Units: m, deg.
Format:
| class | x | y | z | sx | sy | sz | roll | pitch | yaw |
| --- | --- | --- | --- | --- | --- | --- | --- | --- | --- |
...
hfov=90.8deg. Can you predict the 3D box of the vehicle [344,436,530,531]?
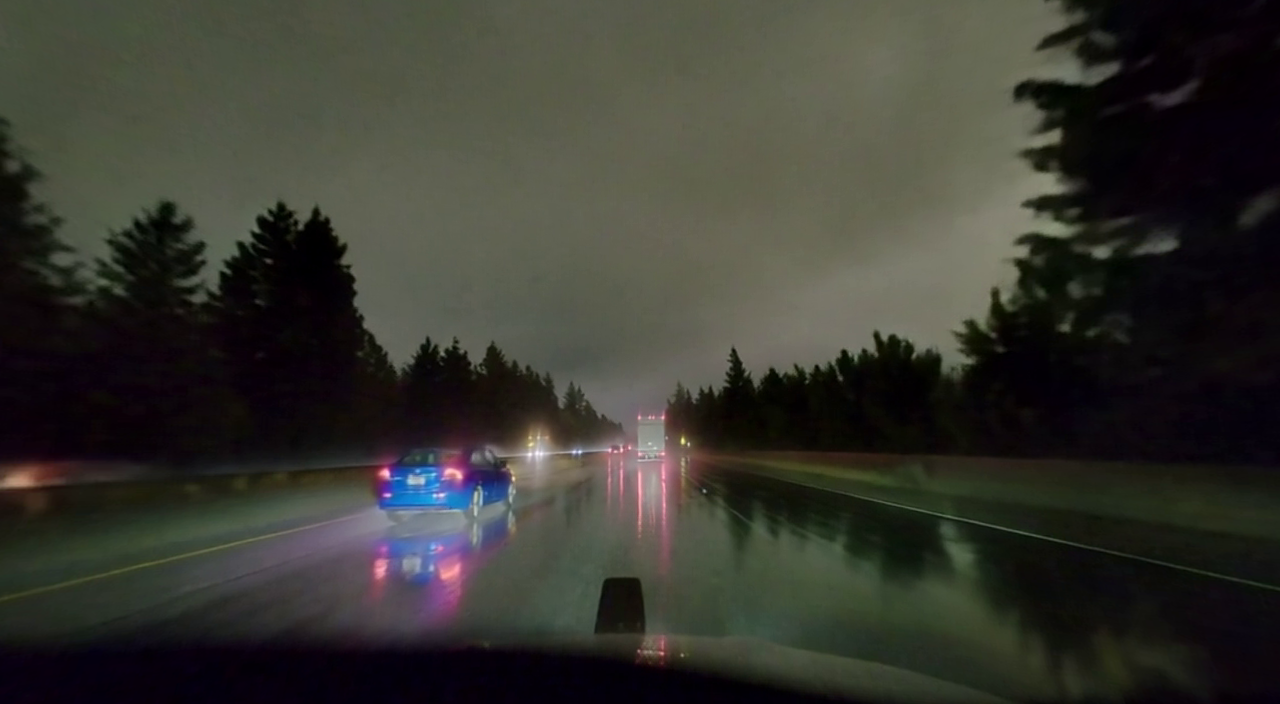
| class | x | y | z | sx | sy | sz | roll | pitch | yaw |
| --- | --- | --- | --- | --- | --- | --- | --- | --- | --- |
| vehicle | -3.755 | 2.533 | 12.801 | 1.999 | 1.533 | 4.870 | -1 | -9 | 2 |
